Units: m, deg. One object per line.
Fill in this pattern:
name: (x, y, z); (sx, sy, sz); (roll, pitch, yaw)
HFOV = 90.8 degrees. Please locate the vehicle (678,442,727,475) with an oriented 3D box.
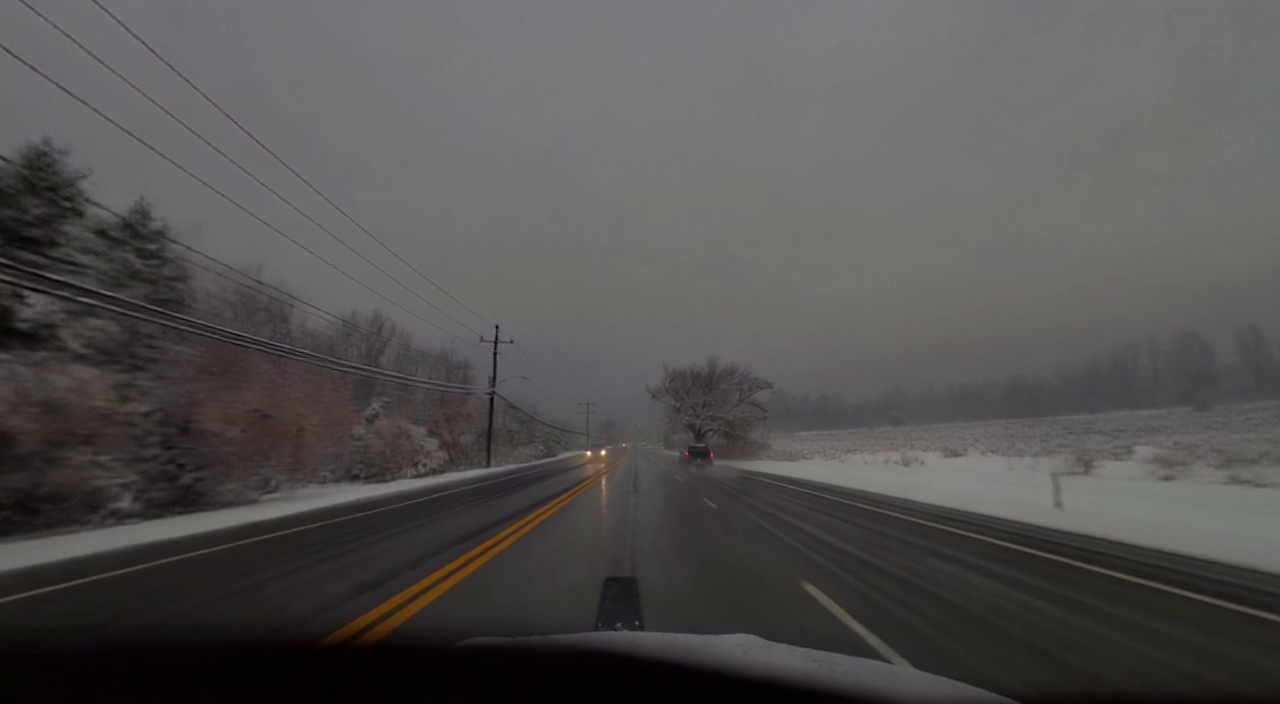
vehicle: (3.330, 5.756, 34.382); (2.135, 1.692, 4.185); (0, -9, -1)
